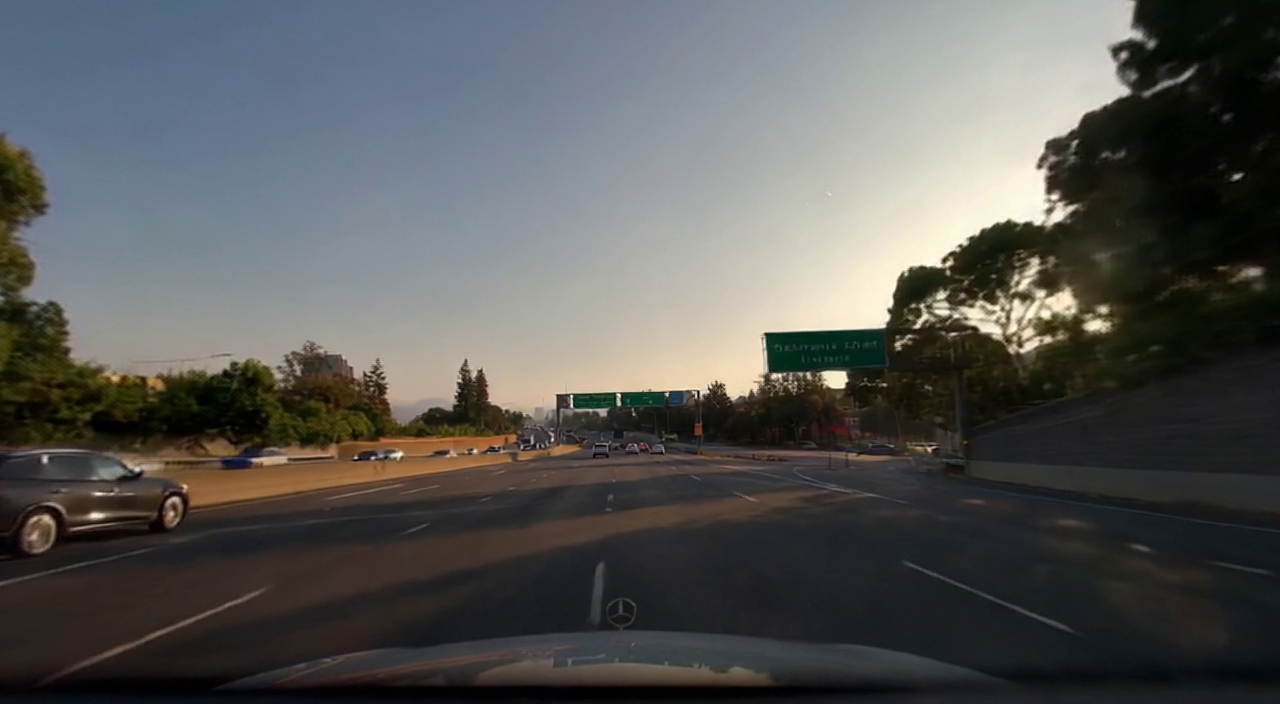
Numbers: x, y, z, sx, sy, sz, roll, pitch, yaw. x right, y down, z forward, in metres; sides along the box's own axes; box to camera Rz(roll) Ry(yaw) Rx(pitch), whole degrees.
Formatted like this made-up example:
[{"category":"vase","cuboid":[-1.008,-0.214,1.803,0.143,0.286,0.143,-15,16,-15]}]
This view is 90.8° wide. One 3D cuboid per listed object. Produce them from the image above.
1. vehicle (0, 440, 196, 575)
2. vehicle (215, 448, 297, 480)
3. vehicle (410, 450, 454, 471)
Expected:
[{"category":"vehicle","cuboid":[-8.298,1.912,8.088,2.060,1.507,4.494,0,-9,-2]},{"category":"vehicle","cuboid":[-21.726,6.337,35.951,2.044,1.654,4.344,0,-9,-2]},{"category":"vehicle","cuboid":[-15.235,7.954,46.464,1.869,1.438,4.435,0,-9,-2]}]
